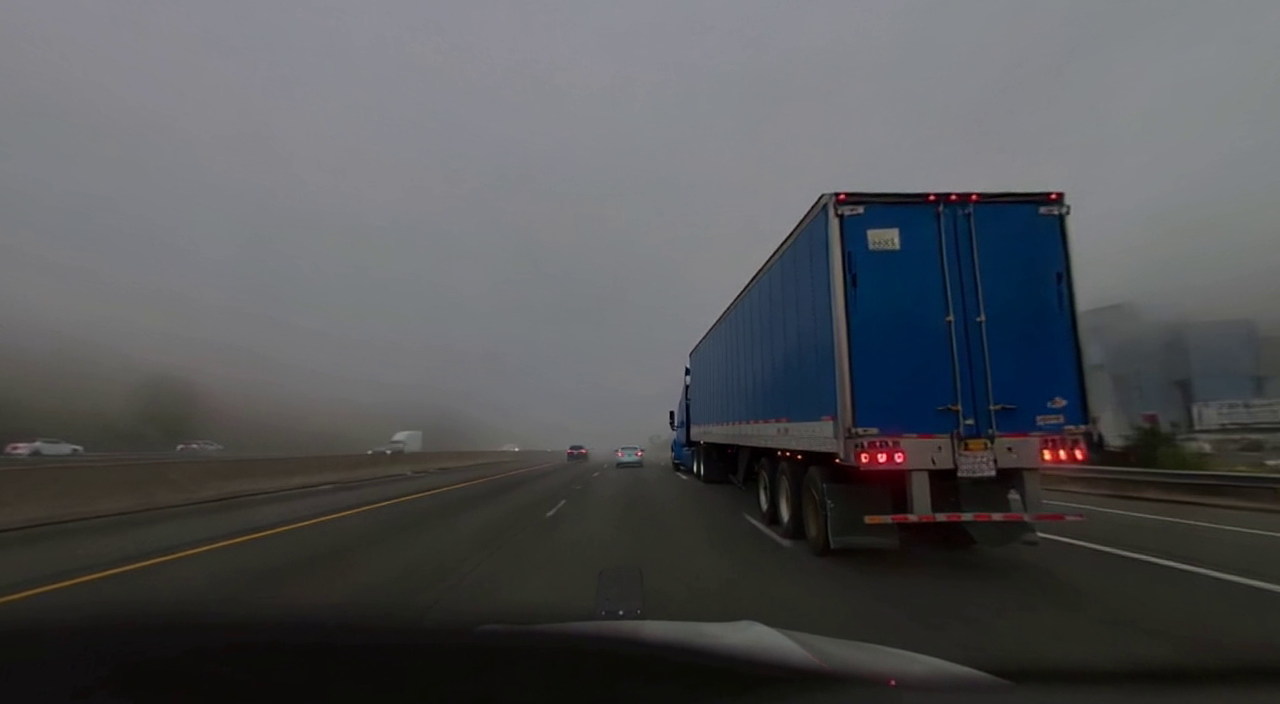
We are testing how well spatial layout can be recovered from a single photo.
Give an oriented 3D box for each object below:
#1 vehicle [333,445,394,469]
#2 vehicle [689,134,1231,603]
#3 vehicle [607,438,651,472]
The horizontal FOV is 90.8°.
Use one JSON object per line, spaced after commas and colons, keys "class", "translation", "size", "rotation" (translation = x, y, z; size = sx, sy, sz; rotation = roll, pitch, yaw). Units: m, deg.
{"class": "vehicle", "translation": [-17.761, 6.756, 40.845], "size": [1.908, 1.459, 4.631], "rotation": [0, -9, -2]}
{"class": "vehicle", "translation": [3.285, 1.231, 13.416], "size": [2.996, 4.123, 15.965], "rotation": [0, -9, -1]}
{"class": "vehicle", "translation": [-0.596, 5.353, 32.966], "size": [2.191, 1.685, 4.015], "rotation": [0, -9, -2]}
